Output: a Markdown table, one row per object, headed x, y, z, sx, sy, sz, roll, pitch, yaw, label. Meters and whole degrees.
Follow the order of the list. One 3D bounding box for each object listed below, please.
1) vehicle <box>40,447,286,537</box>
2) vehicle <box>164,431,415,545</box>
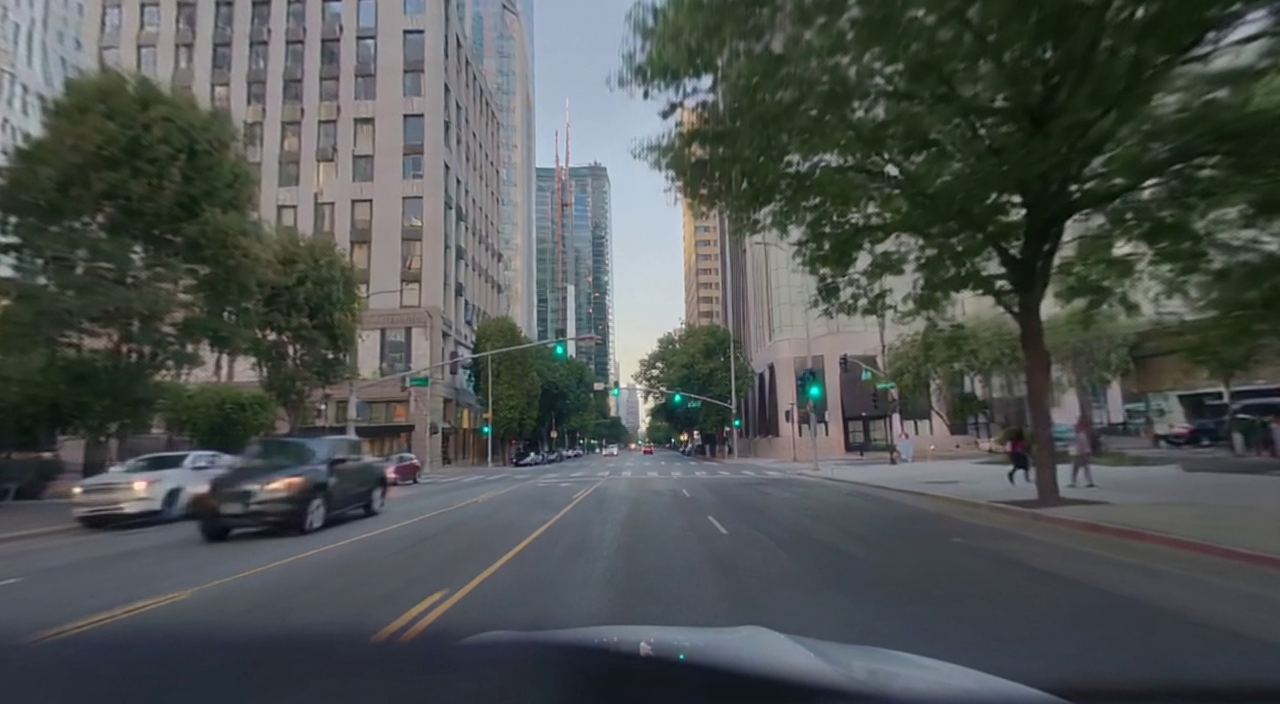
| x | y | z | sx | sy | sz | roll | pitch | yaw | label |
| --- | --- | --- | --- | --- | --- | --- | --- | --- | --- |
| -12.256 | 3.557 | 16.862 | 2.126 | 1.963 | 5.547 | 0 | -9 | 2 | vehicle |
| -6.103 | 2.389 | 11.742 | 2.128 | 1.704 | 4.343 | 0 | -9 | 1 | vehicle |
